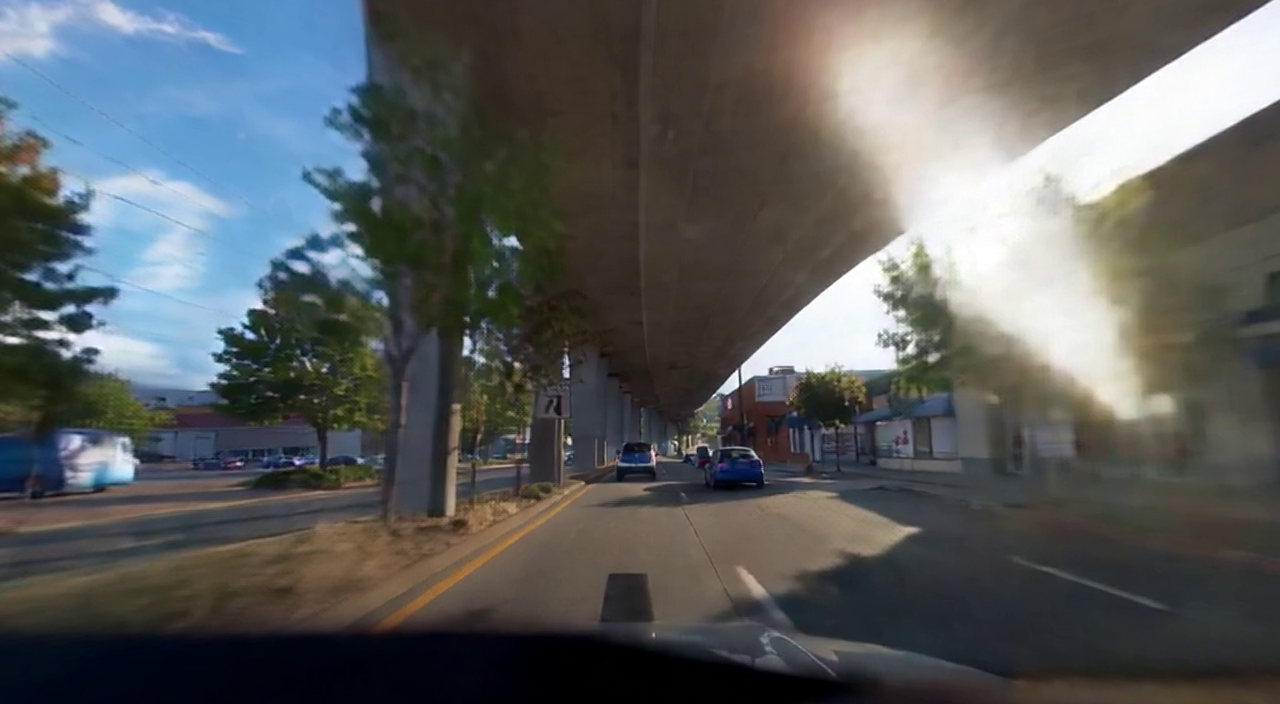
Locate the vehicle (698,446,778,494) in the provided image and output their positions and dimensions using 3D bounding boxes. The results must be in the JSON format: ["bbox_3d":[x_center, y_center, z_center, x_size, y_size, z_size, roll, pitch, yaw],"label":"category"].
[{"bbox_3d":[3.277,4.034,21.985,1.954,1.479,4.557,0,-9,-1],"label":"vehicle"}]

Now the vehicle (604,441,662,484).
[{"bbox_3d":[-0.301,5.043,29.067,2.441,1.813,4.581,0,-9,0],"label":"vehicle"}]
